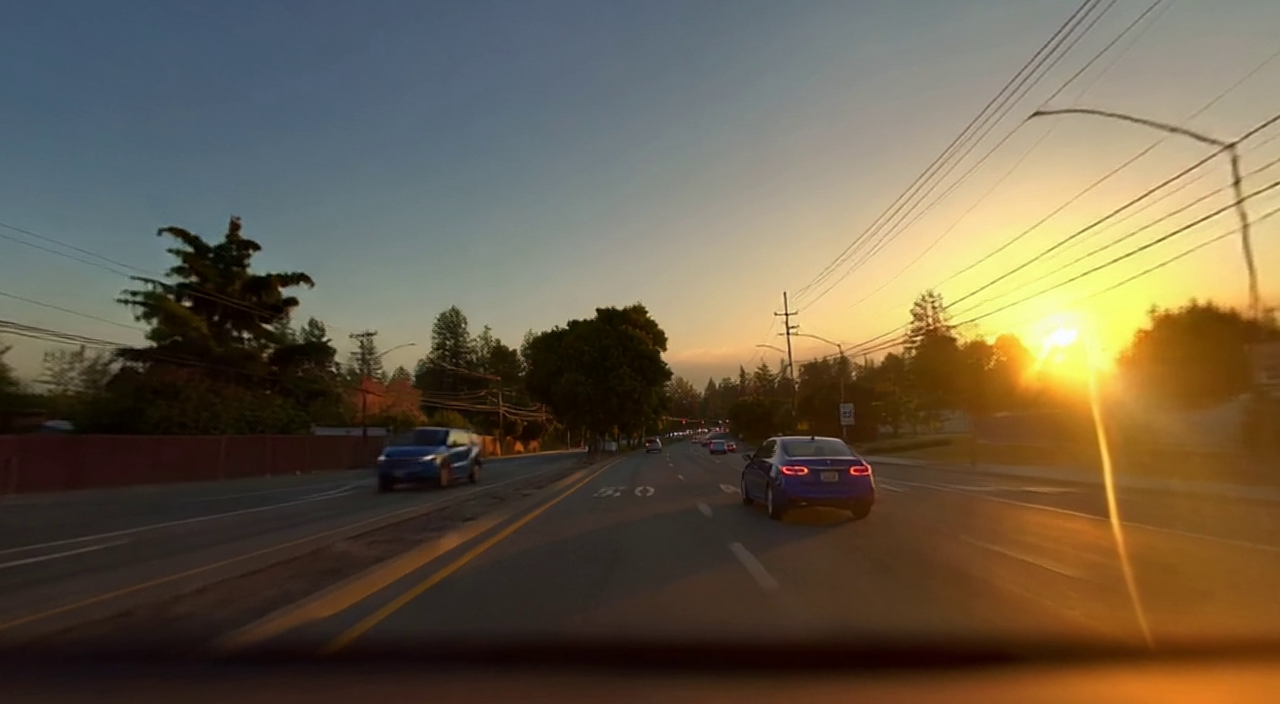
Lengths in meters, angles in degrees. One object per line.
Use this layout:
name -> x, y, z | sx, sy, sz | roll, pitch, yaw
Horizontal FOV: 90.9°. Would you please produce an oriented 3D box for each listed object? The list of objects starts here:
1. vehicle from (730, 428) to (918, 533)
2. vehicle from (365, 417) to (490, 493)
vehicle -> 2.931, 2.131, 11.174 | 2.063, 1.481, 4.247 | 0, -8, 0
vehicle -> -5.855, 2.878, 17.994 | 1.983, 1.882, 4.281 | 0, -8, 1
